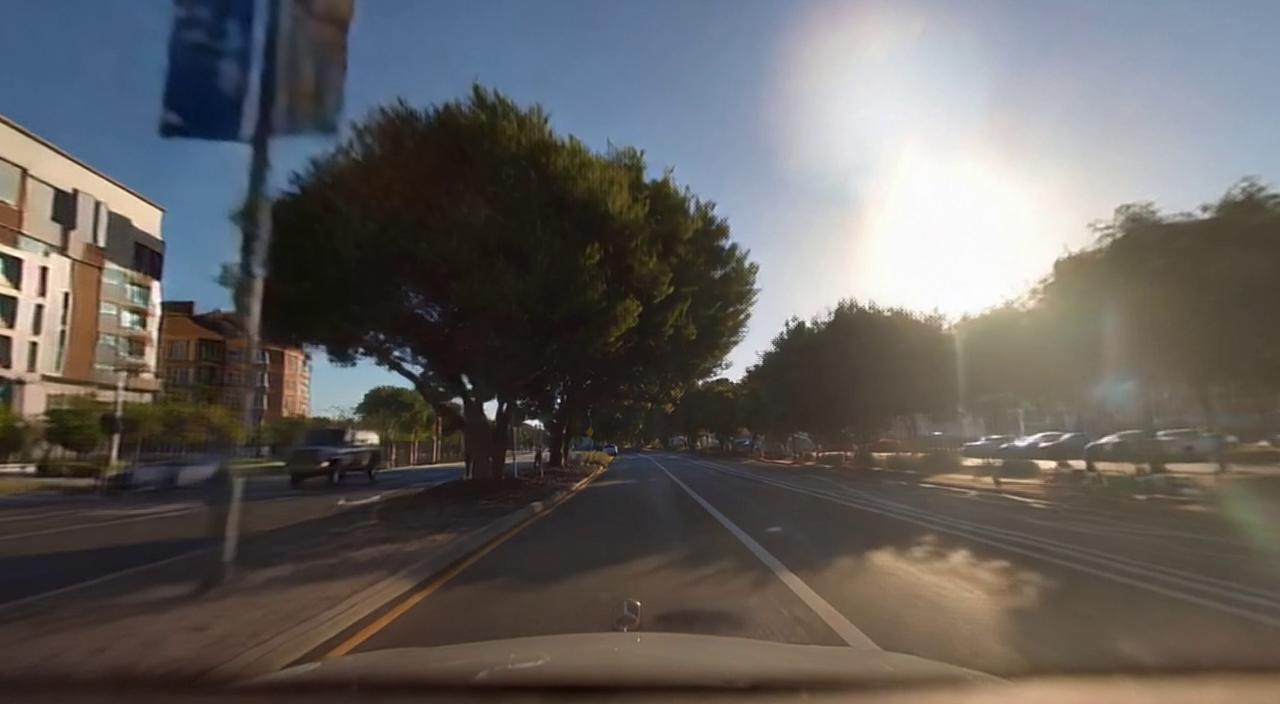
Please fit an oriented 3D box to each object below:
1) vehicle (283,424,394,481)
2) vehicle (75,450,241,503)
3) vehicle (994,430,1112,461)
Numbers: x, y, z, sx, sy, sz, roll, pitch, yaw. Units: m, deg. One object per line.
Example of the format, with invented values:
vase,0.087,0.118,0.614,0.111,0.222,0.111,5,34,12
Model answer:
vehicle,-15.850,5.344,33.789,2.725,2.768,6.120,0,-9,1
vehicle,-15.942,4.104,21.281,1.966,1.523,4.555,0,-9,0
vehicle,21.967,4.997,33.755,4.739,1.569,2.097,-1,-9,4
